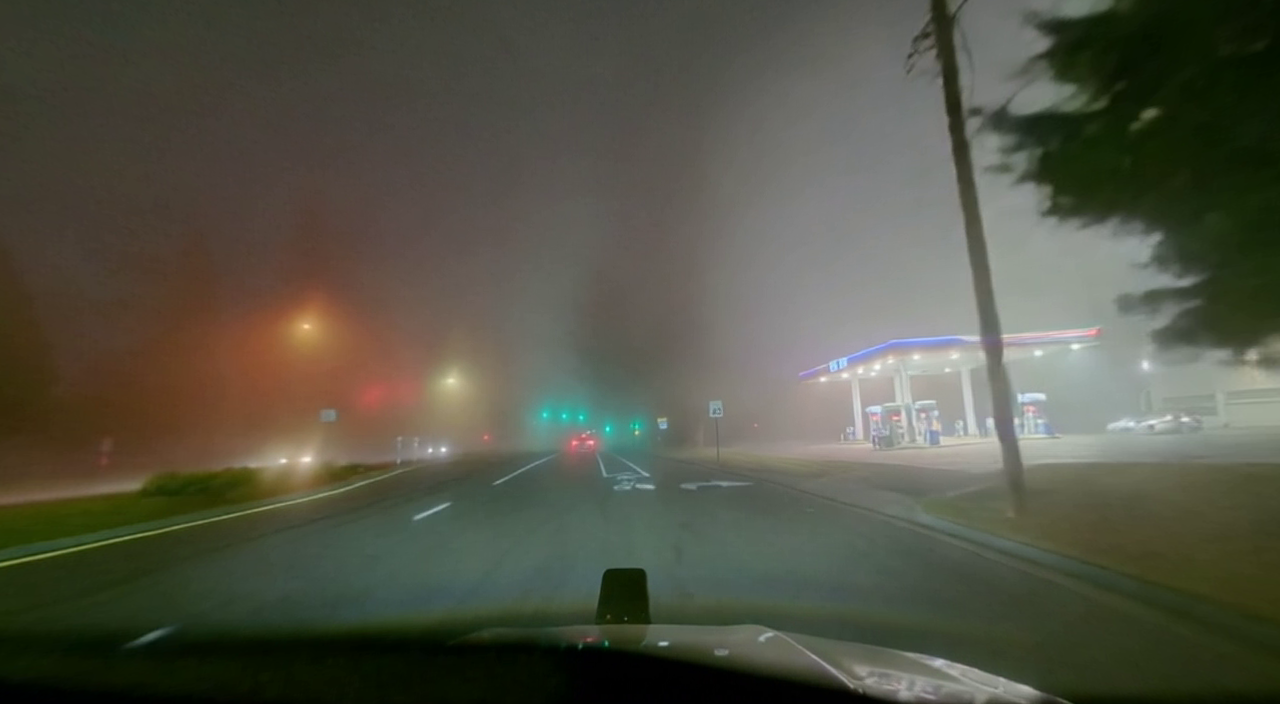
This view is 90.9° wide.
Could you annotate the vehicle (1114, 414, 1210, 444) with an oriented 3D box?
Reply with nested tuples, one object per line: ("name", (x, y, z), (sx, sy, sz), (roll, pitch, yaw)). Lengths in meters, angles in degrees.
("vehicle", (32.958, 4.894, 39.924), (4.323, 1.447, 1.710), (-10, -7, 31))
